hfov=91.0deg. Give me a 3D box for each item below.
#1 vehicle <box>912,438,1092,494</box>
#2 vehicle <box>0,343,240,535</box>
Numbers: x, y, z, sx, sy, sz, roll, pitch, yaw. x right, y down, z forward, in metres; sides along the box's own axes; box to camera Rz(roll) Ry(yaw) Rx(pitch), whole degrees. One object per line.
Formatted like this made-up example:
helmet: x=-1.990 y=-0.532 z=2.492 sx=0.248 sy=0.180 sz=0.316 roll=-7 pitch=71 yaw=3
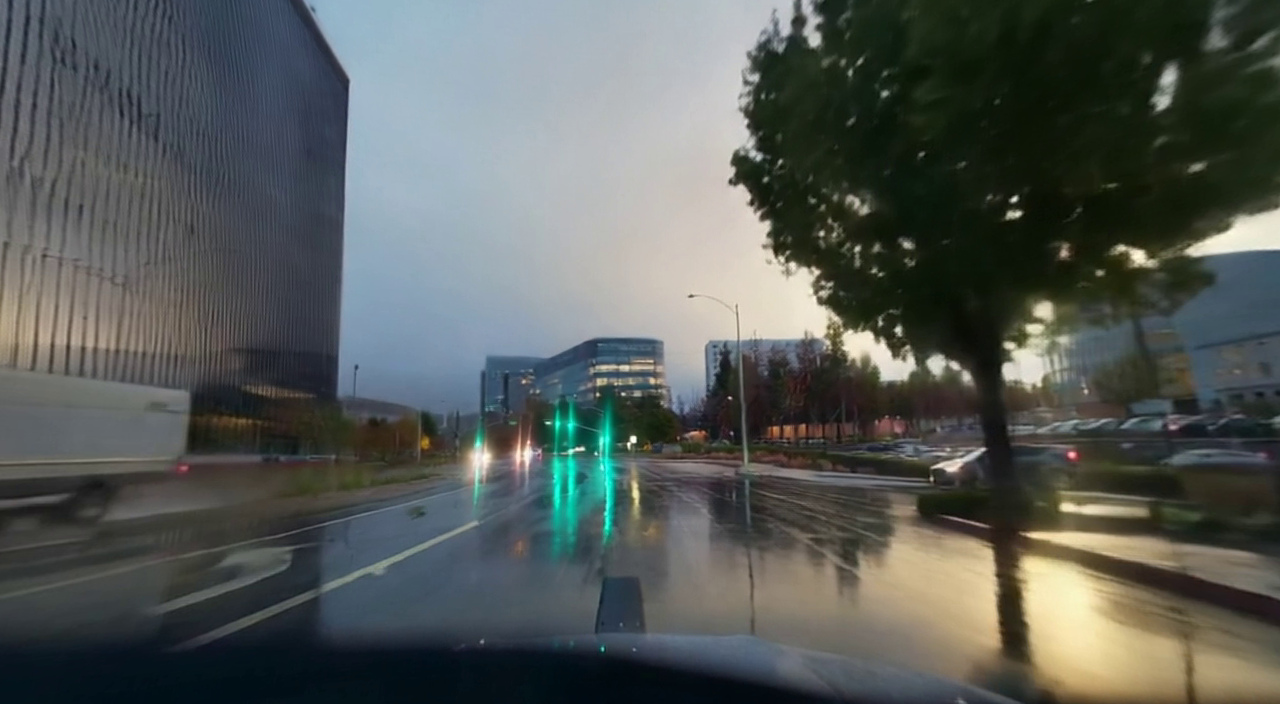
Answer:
vehicle: x=11.917 y=3.774 z=21.052 sx=4.728 sy=1.696 sz=1.973 roll=0 pitch=-9 yaw=6
vehicle: x=-13.663 y=1.878 z=13.499 sx=3.052 sy=3.601 sz=10.794 roll=0 pitch=-9 yaw=0
